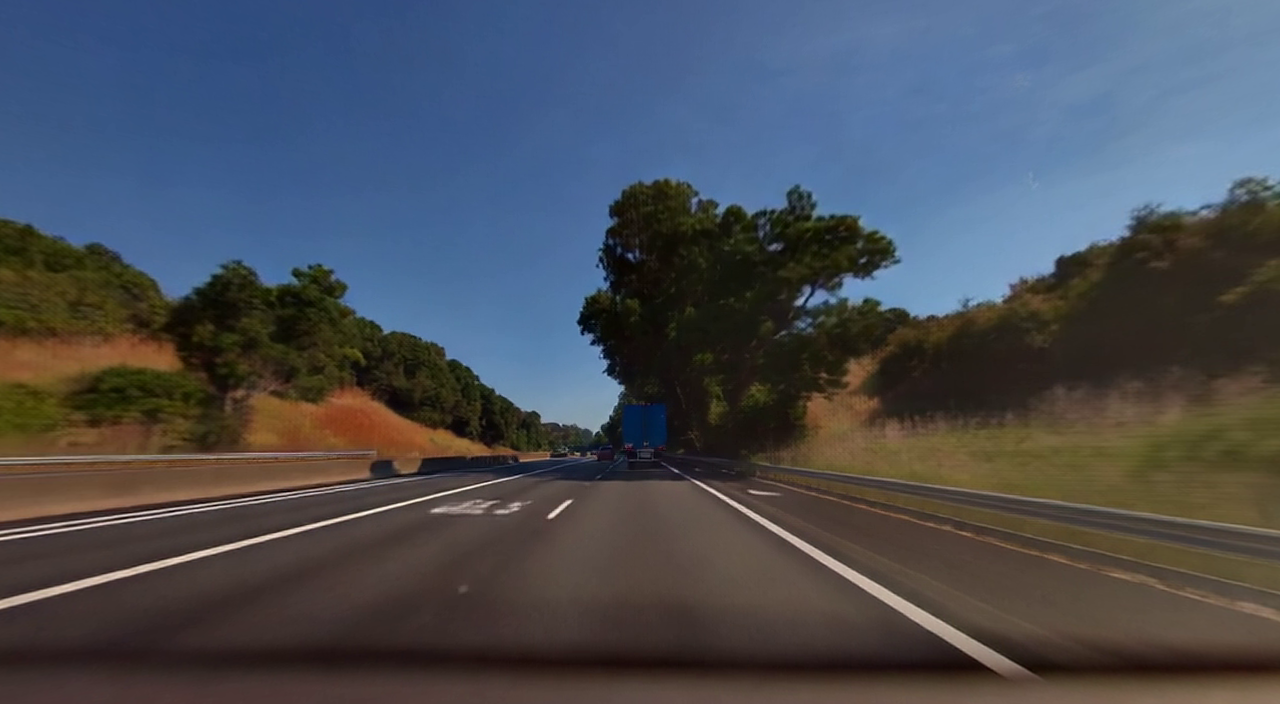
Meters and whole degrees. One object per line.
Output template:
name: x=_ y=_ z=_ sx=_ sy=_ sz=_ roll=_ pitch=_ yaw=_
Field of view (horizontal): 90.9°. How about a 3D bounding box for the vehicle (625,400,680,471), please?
vehicle: x=0.580 y=5.567 z=41.138 sx=3.055 sy=4.009 sz=10.972 roll=0 pitch=-9 yaw=-1
